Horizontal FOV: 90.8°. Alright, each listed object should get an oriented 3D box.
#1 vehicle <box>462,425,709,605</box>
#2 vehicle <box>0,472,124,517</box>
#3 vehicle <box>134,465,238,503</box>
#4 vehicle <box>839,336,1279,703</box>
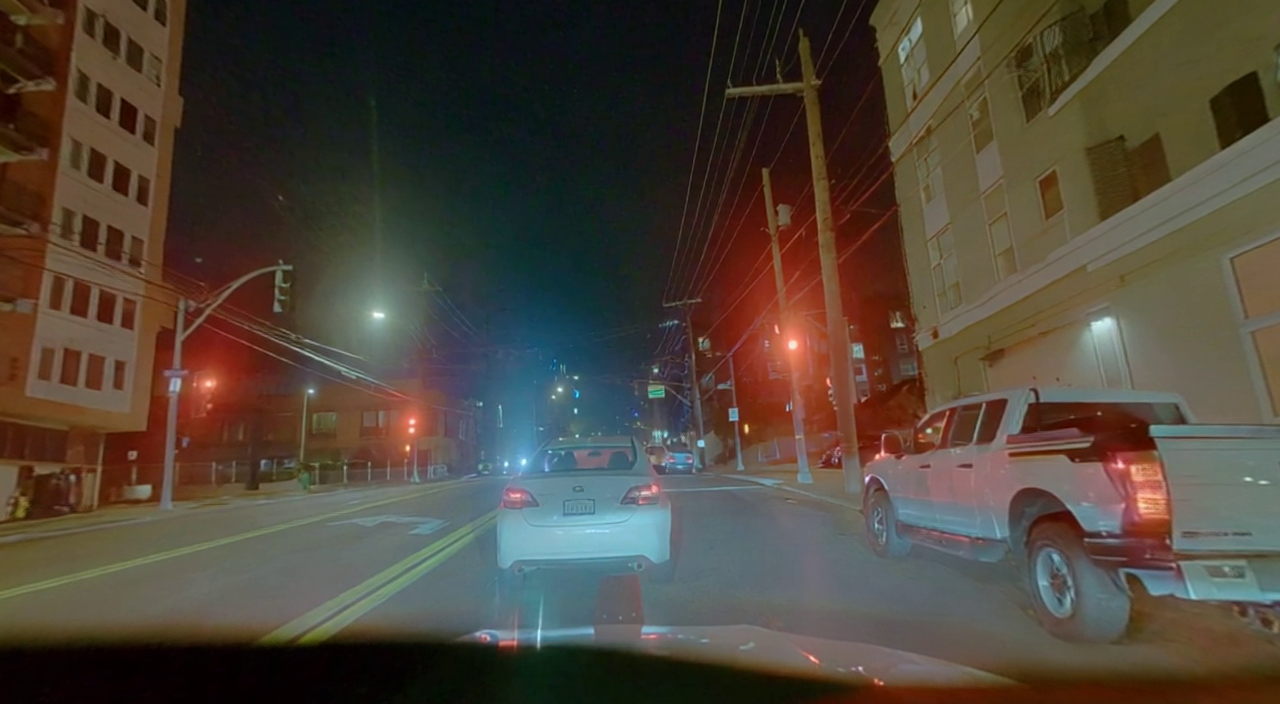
[{"bbox_3d":[-0.484,1.649,7.325,2.019,1.453,4.129,0,-8,-1],"label":"vehicle"},{"bbox_3d":[-24.754,6.073,26.997,3.891,1.538,1.698,-5,-11,0],"label":"vehicle"},{"bbox_3d":[-25.369,7.373,35.390,4.337,1.739,1.981,-4,-11,1],"label":"vehicle"},{"bbox_3d":[3.830,1.238,5.923,2.248,1.945,5.011,0,-8,0],"label":"vehicle"}]
